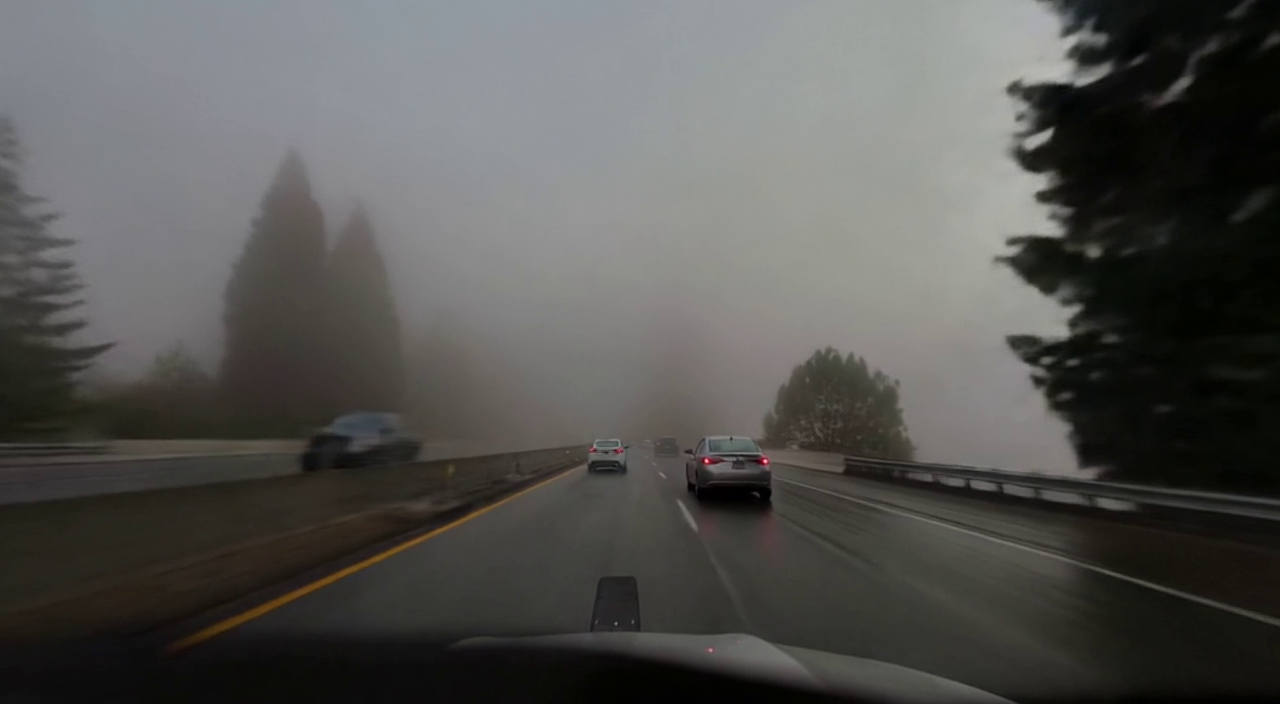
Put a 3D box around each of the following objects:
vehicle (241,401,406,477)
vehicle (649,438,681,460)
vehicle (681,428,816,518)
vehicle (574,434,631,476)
[{"bbox_3d":[-8.039,2.290,16.517,2.109,1.706,4.082,0,-8,1],"label":"vehicle"},{"bbox_3d":[1.821,7.156,46.650,2.146,1.546,3.796,0,-8,0],"label":"vehicle"},{"bbox_3d":[2.087,2.503,13.705,2.055,1.566,5.046,0,-8,0],"label":"vehicle"},{"bbox_3d":[-1.471,4.266,26.311,2.178,1.559,4.254,0,-8,-1],"label":"vehicle"}]
